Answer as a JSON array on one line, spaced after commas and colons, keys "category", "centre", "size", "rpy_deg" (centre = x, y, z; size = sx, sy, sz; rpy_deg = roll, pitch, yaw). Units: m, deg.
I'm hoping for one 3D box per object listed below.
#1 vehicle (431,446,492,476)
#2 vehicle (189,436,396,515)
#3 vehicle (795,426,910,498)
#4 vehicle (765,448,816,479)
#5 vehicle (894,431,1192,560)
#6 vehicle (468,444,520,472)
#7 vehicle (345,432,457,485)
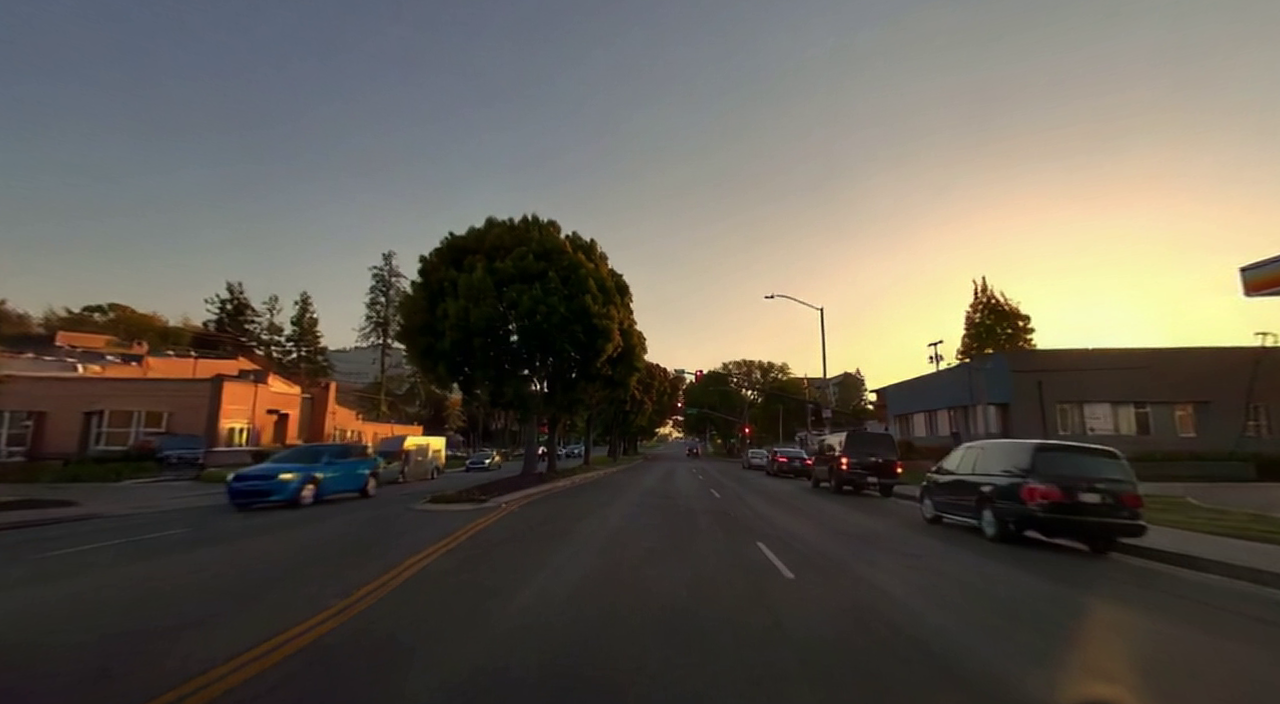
[{"category": "vehicle", "centre": [-9.639, 5.892, 34.440], "size": [1.785, 1.478, 4.329], "rpy_deg": [0, -9, 4]}, {"category": "vehicle", "centre": [-8.206, 2.937, 15.611], "size": [2.007, 1.606, 4.764], "rpy_deg": [-1, -9, 7]}, {"category": "vehicle", "centre": [7.074, 3.743, 21.903], "size": [2.181, 2.103, 6.044], "rpy_deg": [0, -9, 3]}, {"category": "vehicle", "centre": [7.553, 5.615, 32.079], "size": [1.738, 1.436, 4.232], "rpy_deg": [0, -9, 2]}, {"category": "vehicle", "centre": [6.493, 2.333, 11.153], "size": [1.995, 1.720, 5.067], "rpy_deg": [0, -9, 1]}, {"category": "vehicle", "centre": [-9.305, 6.776, 40.540], "size": [1.954, 1.652, 4.440], "rpy_deg": [0, -9, 4]}, {"category": "vehicle", "centre": [-10.105, 4.568, 27.369], "size": [2.214, 1.994, 5.721], "rpy_deg": [0, -9, 4]}]
